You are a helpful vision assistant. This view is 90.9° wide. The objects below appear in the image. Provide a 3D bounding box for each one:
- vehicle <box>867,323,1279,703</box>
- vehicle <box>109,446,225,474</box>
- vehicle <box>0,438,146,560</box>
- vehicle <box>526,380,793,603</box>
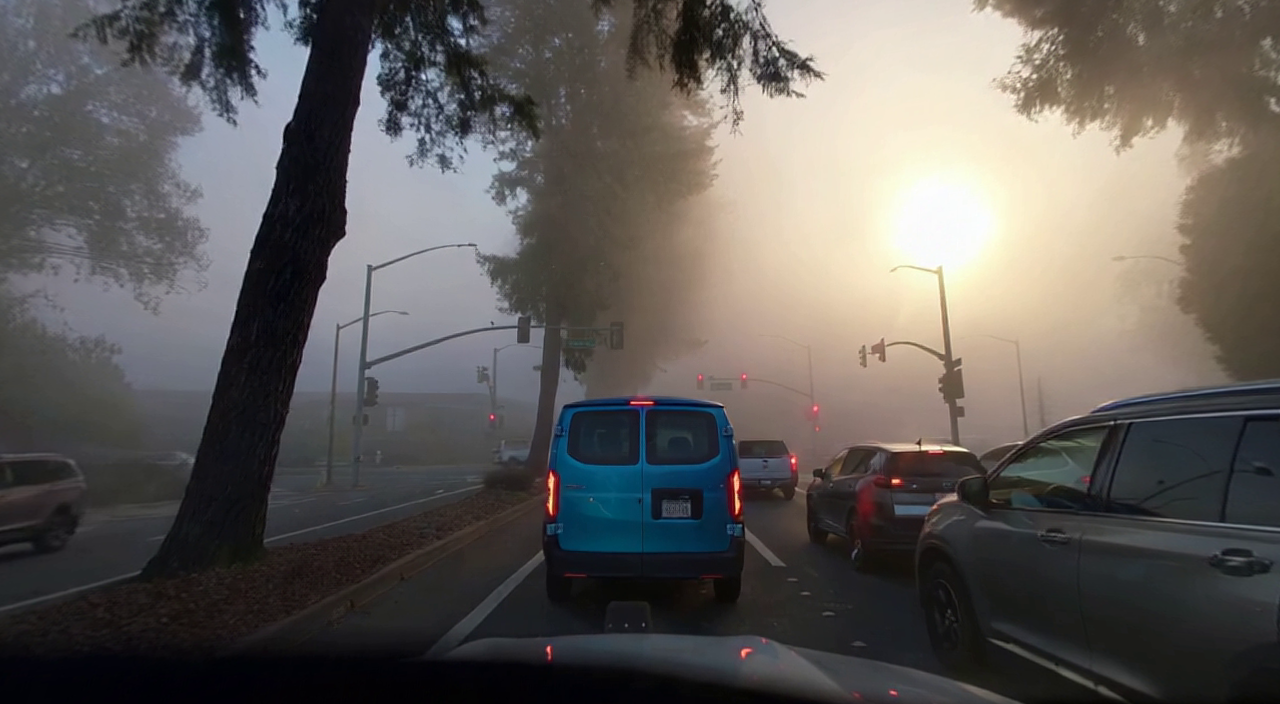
[{"bbox_3d":[2.892,0.952,3.180,1.971,1.663,4.287,0,-8,2],"label":"vehicle"},{"bbox_3d":[-26.061,5.970,34.873,4.664,1.449,1.992,1,-8,-5],"label":"vehicle"},{"bbox_3d":[-9.450,2.032,9.197,2.023,1.488,4.654,2,-9,-19],"label":"vehicle"},{"bbox_3d":[0.169,1.469,7.461,2.185,1.822,4.391,0,-8,0],"label":"vehicle"}]
